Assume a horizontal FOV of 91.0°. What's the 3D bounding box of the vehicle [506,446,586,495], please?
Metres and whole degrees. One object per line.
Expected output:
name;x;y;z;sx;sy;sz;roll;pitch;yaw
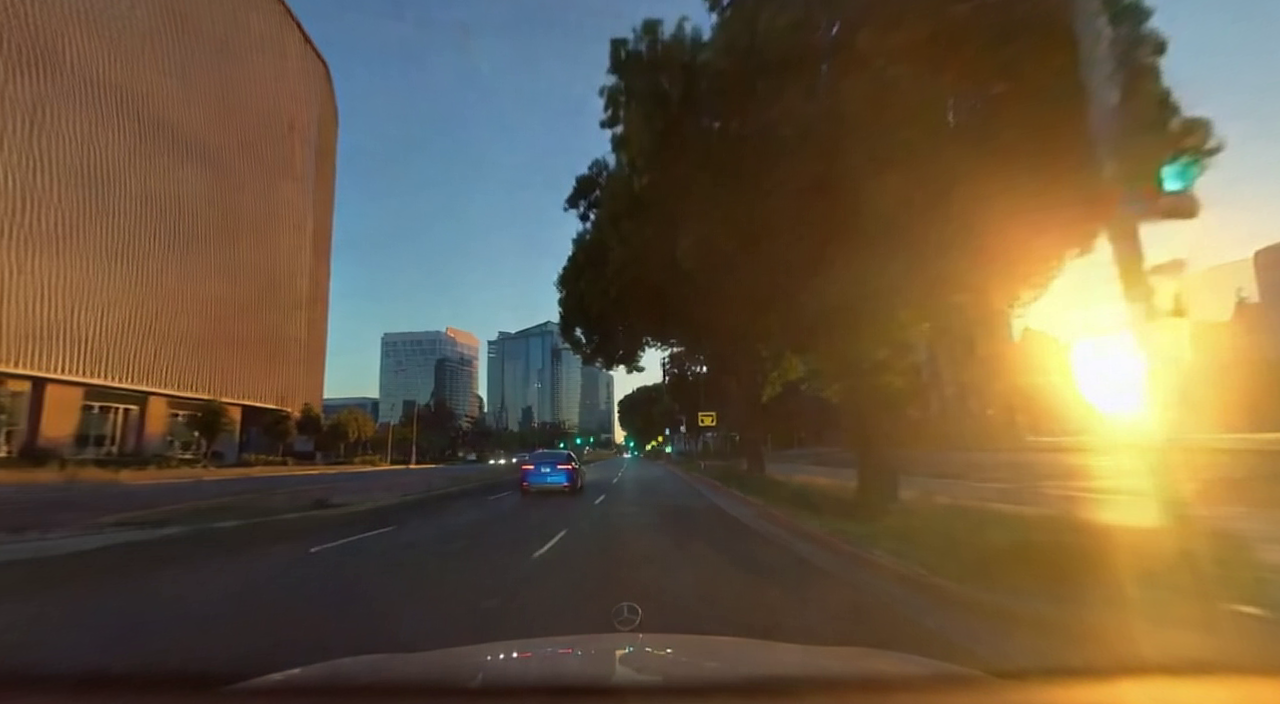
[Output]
vehicle;-3.098;4.020;21.748;1.971;1.486;4.380;0;-9;1
